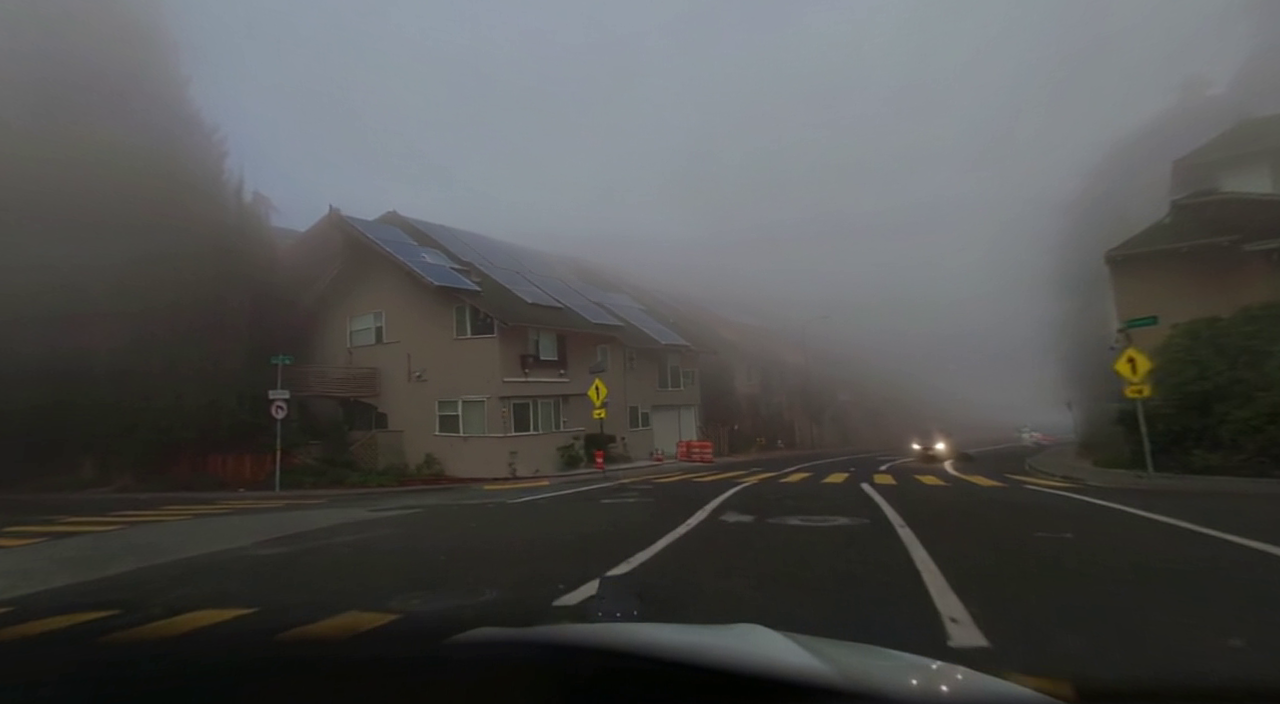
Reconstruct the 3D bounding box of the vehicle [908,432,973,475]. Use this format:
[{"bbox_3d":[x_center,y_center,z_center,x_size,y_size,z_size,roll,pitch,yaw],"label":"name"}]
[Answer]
[{"bbox_3d":[11.432,3.762,23.834,1.966,1.455,4.075,-4,-9,28],"label":"vehicle"}]
